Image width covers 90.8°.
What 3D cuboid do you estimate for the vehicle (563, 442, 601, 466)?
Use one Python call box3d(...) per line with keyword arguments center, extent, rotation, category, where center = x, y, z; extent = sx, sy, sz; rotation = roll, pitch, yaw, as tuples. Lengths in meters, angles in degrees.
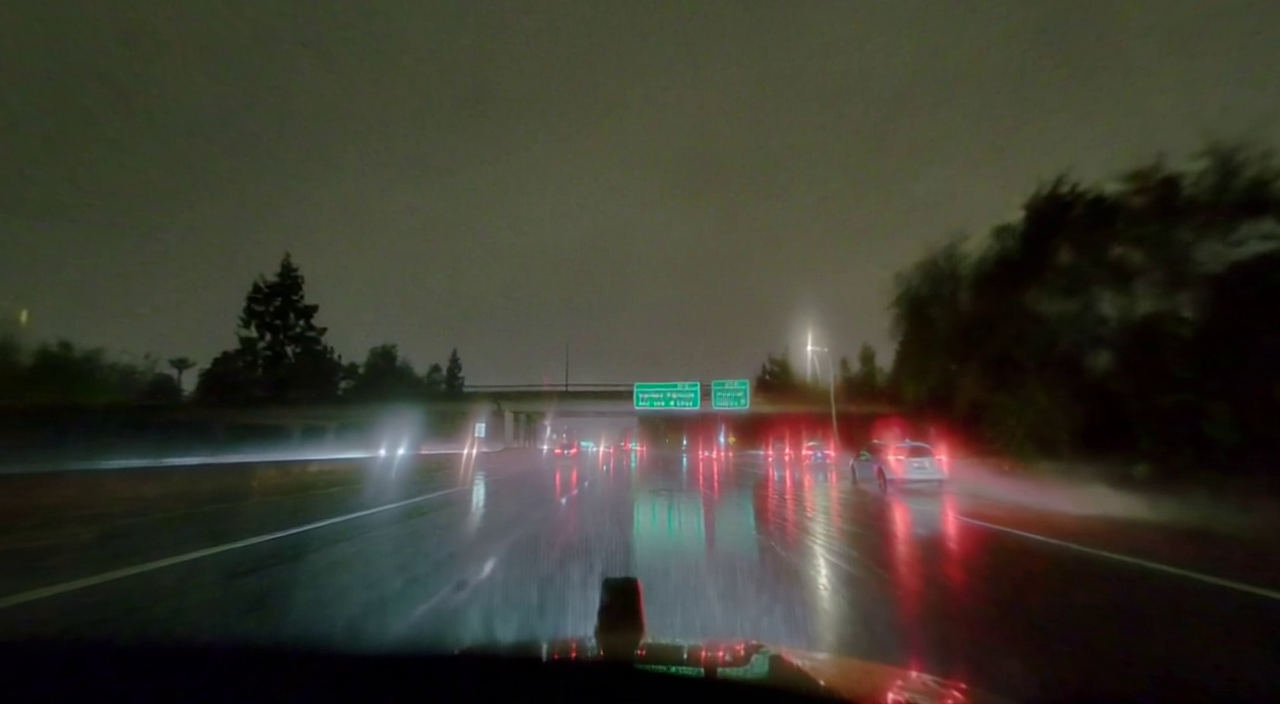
box3d(center=(-3.795, 6.753, 42.031), extent=(2.091, 1.544, 4.409), rotation=(0, -8, 0), category="vehicle")
